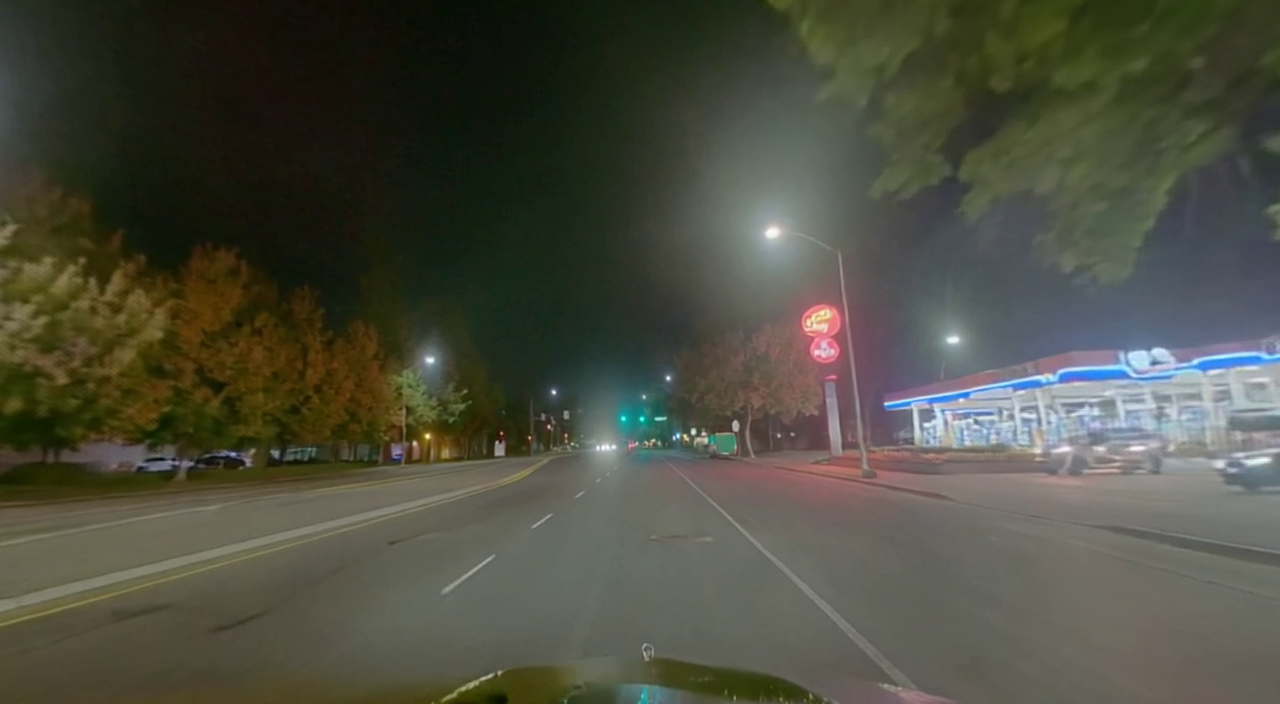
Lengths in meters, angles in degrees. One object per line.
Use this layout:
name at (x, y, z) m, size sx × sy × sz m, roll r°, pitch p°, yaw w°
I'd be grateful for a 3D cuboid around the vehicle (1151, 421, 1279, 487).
vehicle at (15.830, 2.595, 16.237) m, size 4.167 × 1.528 × 1.874 m, roll 2°, pitch -9°, yaw -15°
